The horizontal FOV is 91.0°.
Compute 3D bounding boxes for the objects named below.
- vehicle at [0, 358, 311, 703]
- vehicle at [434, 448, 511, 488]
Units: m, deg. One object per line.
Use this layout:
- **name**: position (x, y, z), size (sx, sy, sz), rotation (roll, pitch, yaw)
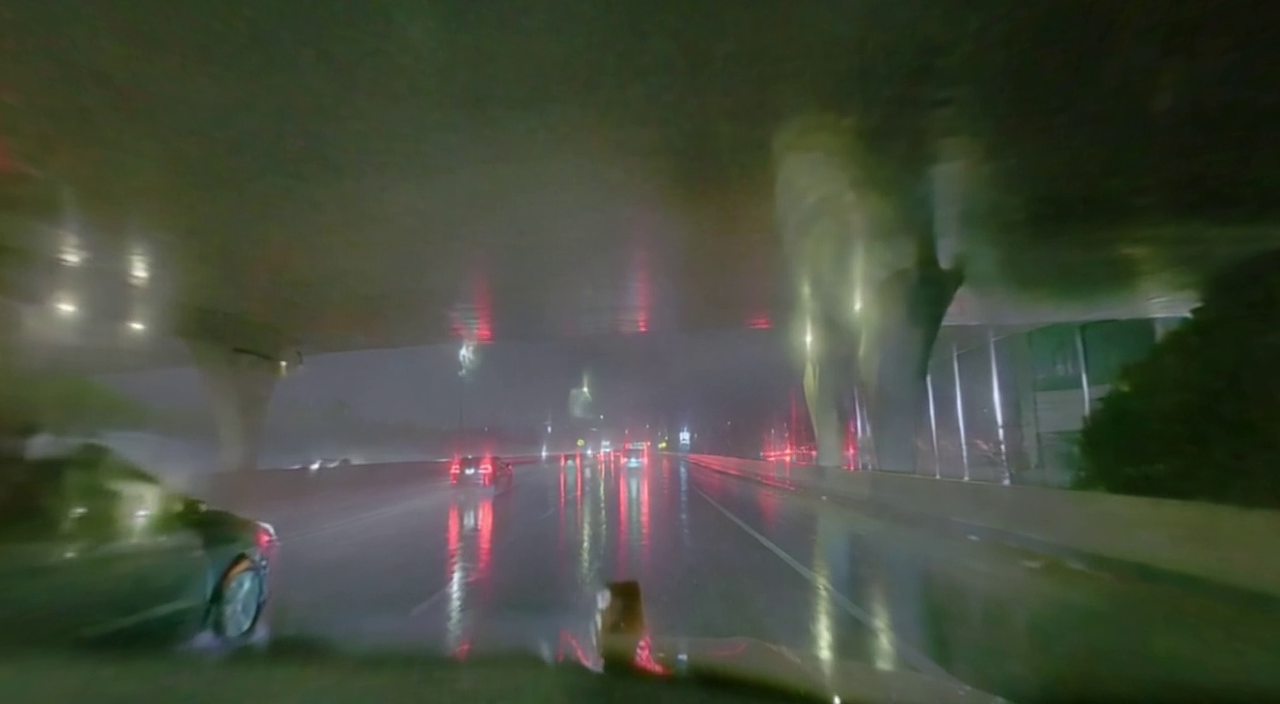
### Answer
- **vehicle**: position (-3.762, 0.929, 2.866), size (2.059, 1.725, 4.521), rotation (0, -9, 0)
- **vehicle**: position (-7.215, 5.030, 27.713), size (1.998, 1.542, 4.953), rotation (0, -9, 1)
